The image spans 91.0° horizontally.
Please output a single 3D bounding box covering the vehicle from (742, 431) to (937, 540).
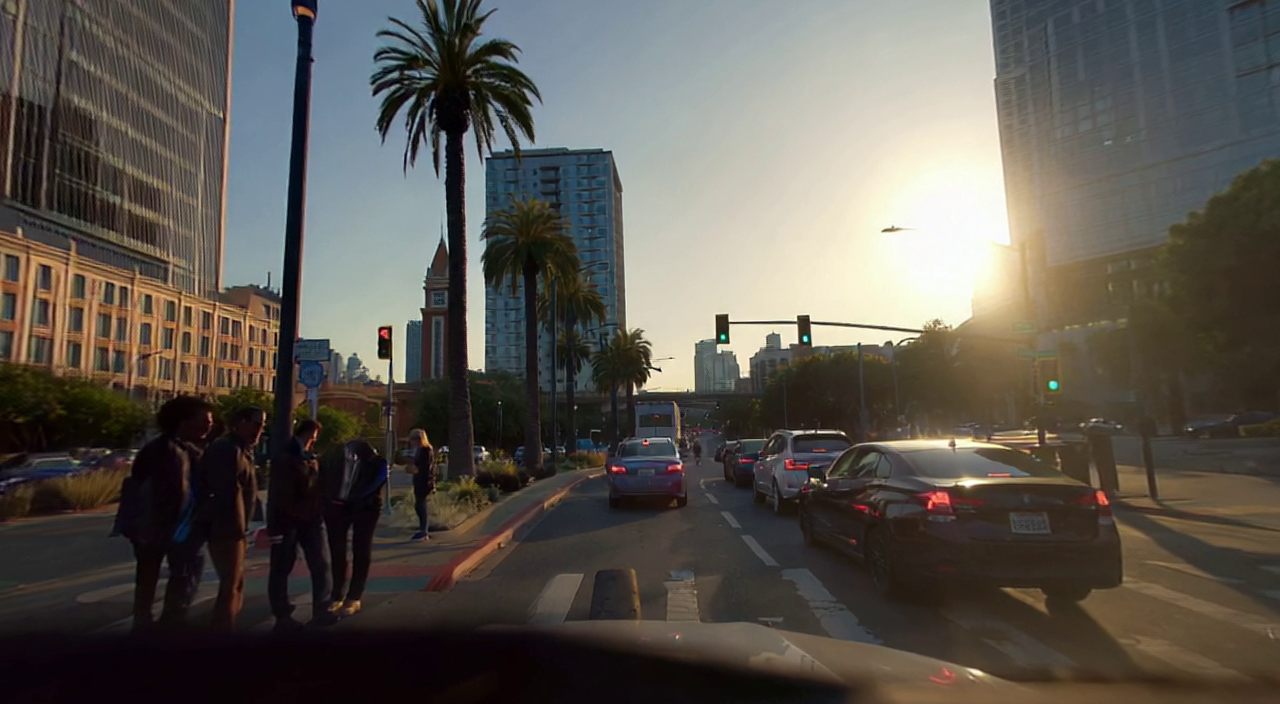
[{"bbox_3d":[3.102,2.173,10.909,1.913,1.469,4.425,0,-9,0],"label":"vehicle"}]

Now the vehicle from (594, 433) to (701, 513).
[{"bbox_3d":[0.179,2.612,13.996,2.048,1.503,3.681,0,-9,1],"label":"vehicle"}]

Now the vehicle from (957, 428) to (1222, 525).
[{"bbox_3d":[8.177,2.280,12.085,1.859,1.508,4.259,0,-9,-1],"label":"vehicle"}]

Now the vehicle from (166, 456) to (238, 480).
[{"bbox_3d":[-30.498,8.062,44.006,1.829,1.483,4.745,0,-9,-4],"label":"vehicle"}]

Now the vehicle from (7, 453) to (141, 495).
[{"bbox_3d":[-26.696,5.718,29.964,2.105,1.793,4.812,0,-9,-4],"label":"vehicle"}]
